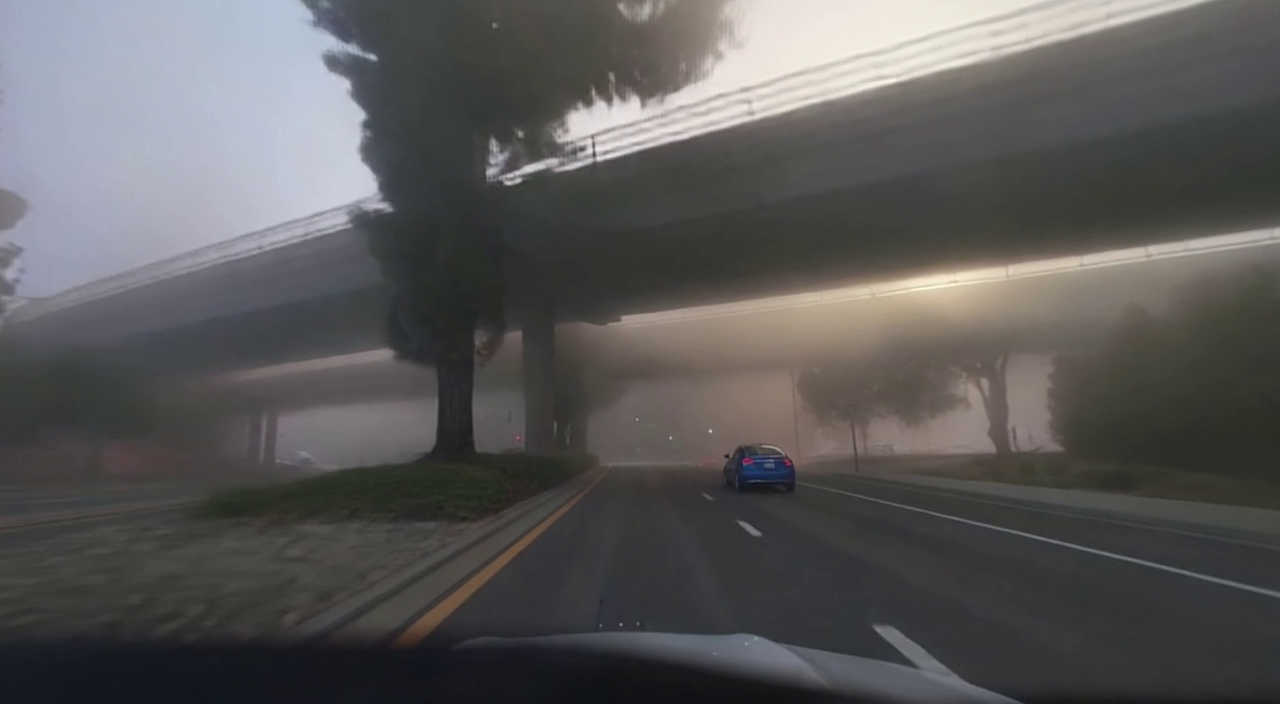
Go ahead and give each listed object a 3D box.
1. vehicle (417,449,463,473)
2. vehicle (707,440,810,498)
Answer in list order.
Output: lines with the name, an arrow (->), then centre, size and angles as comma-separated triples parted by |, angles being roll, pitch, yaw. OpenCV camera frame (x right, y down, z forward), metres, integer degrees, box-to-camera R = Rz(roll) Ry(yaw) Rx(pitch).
vehicle -> -14.541, 7.915, 46.129 | 1.912, 1.632, 4.326 | -1, -8, 0
vehicle -> 3.315, 3.357, 18.610 | 2.062, 1.484, 4.332 | 0, -8, -1
